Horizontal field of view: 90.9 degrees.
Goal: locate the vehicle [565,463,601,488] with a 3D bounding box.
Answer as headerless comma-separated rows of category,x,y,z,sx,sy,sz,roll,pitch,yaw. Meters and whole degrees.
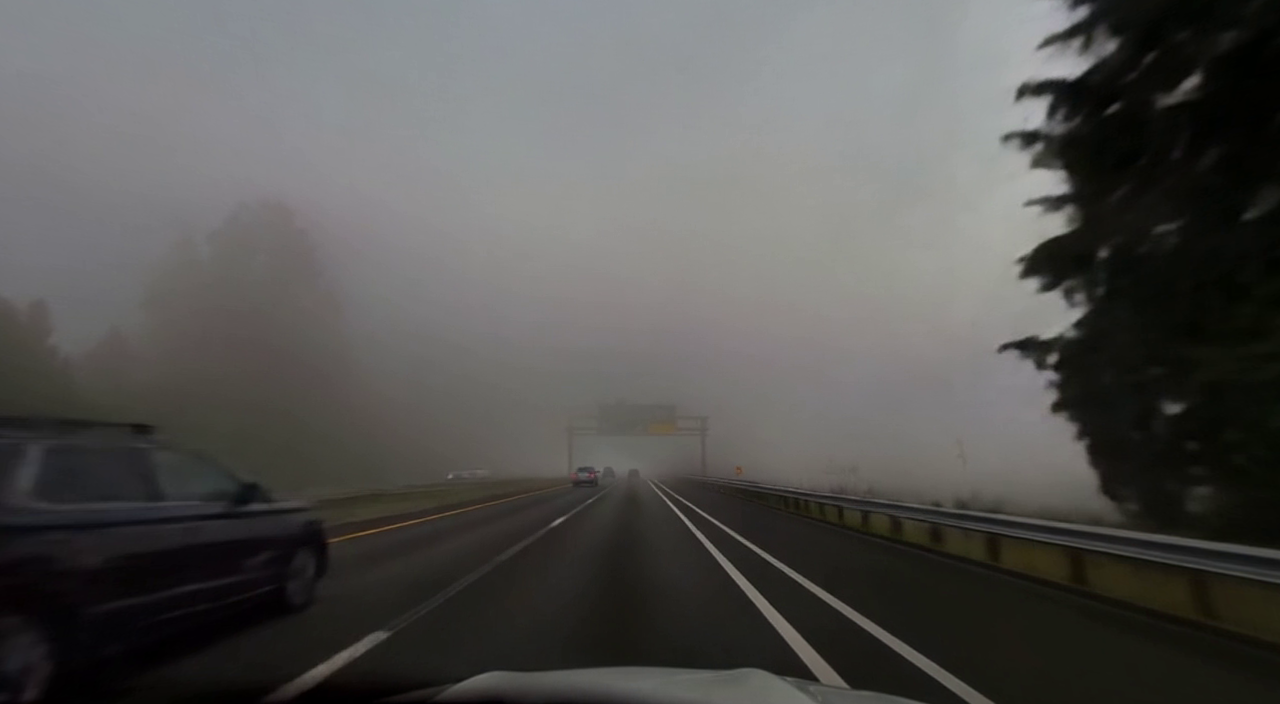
vehicle,-4.241,9.332,47.742,2.239,1.687,4.598,1,-10,0

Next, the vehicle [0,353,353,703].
vehicle,-4.010,0.985,3.273,2.254,1.809,5.839,1,-10,0
